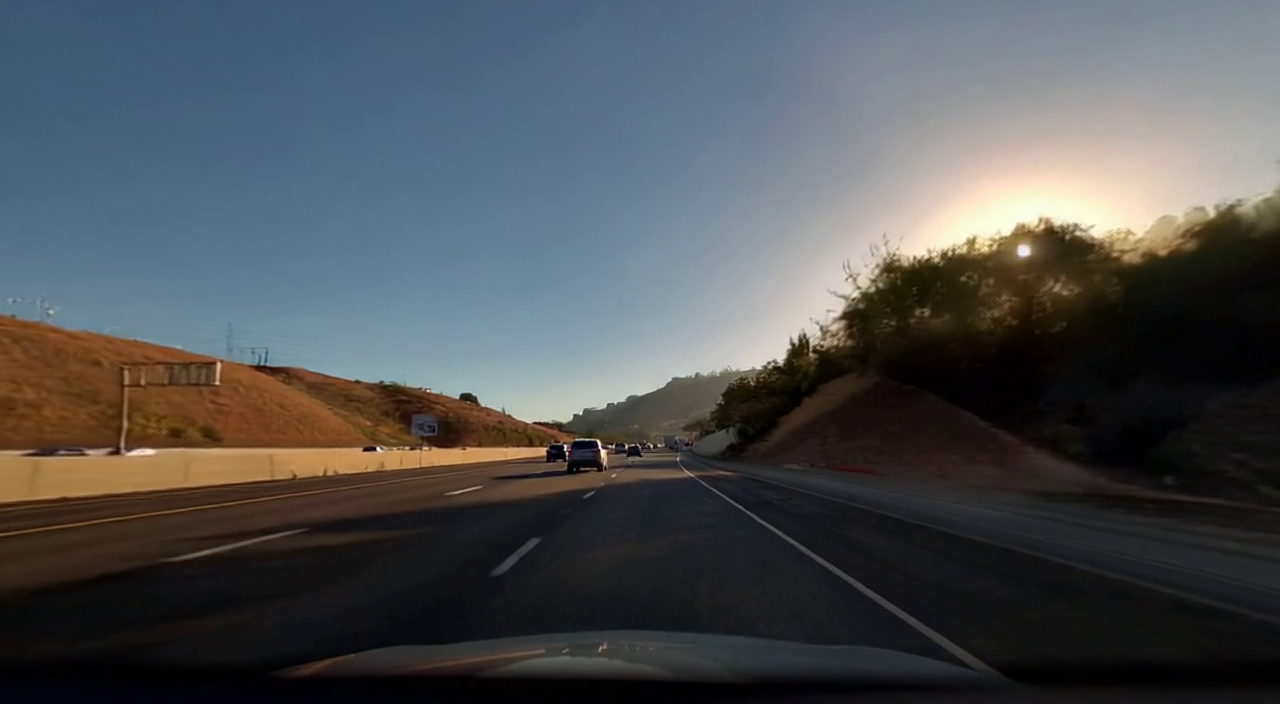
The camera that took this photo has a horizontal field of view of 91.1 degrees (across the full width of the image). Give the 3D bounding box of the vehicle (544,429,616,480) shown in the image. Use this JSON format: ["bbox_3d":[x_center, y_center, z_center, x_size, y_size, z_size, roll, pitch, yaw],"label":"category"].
[{"bbox_3d":[-2.371,4.275,26.382,2.413,1.896,5.218,0,-8,1],"label":"vehicle"}]

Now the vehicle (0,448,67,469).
[{"bbox_3d":[-46.176,8.015,47.371,1.798,1.481,4.117,0,-8,2],"label":"vehicle"}]
